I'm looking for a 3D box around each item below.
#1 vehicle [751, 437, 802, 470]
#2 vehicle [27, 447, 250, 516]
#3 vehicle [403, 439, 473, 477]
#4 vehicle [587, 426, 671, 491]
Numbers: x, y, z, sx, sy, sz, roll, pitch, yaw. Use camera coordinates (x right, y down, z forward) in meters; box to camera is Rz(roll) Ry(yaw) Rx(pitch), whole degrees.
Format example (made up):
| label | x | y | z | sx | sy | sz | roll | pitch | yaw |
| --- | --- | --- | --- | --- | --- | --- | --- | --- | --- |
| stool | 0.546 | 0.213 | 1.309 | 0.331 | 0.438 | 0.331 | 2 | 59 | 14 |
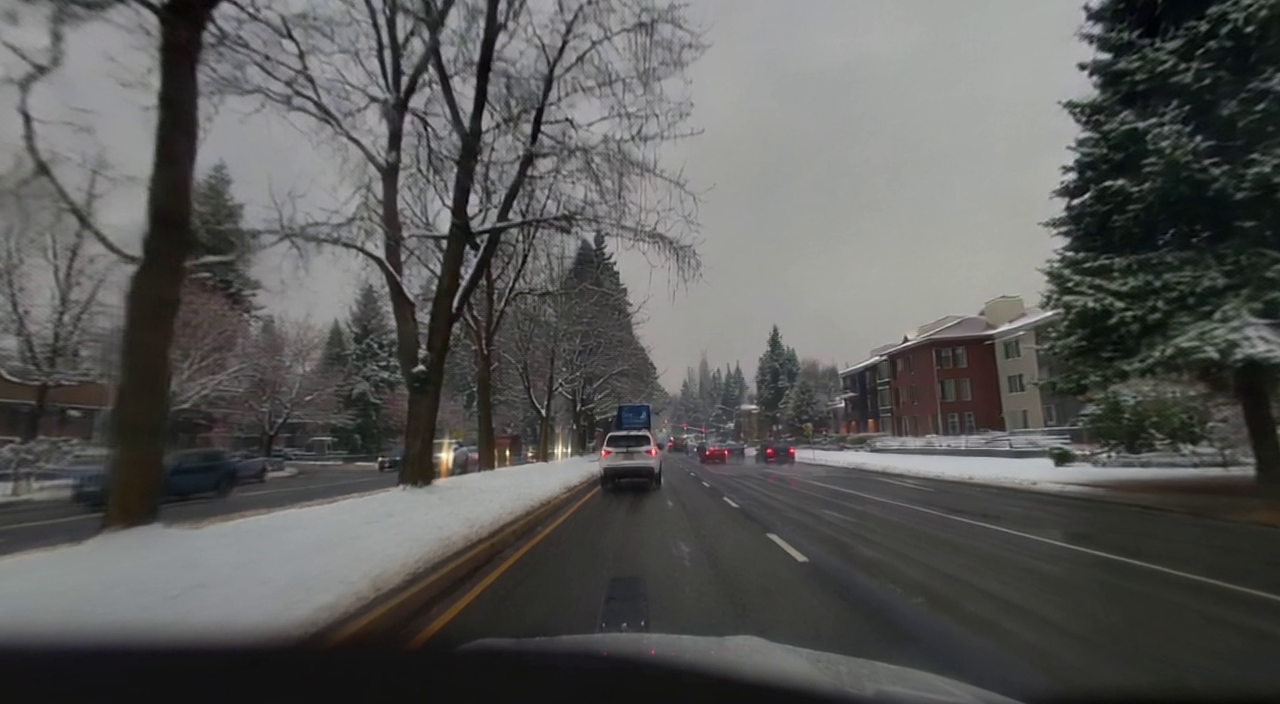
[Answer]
| label | x | y | z | sx | sy | sz | roll | pitch | yaw |
| --- | --- | --- | --- | --- | --- | --- | --- | --- | --- |
| vehicle | 7.642 | 5.705 | 35.652 | 1.971 | 1.722 | 4.341 | 0 | -8 | 1 |
| vehicle | -13.616 | 3.501 | 17.657 | 2.198 | 1.550 | 4.824 | -2 | -8 | 2 |
| vehicle | -10.100 | 5.315 | 31.880 | 2.010 | 1.760 | 4.406 | -1 | -8 | 1 |
| vehicle | -0.300 | 3.296 | 19.814 | 2.332 | 1.798 | 4.546 | 0 | -8 | 0 |
